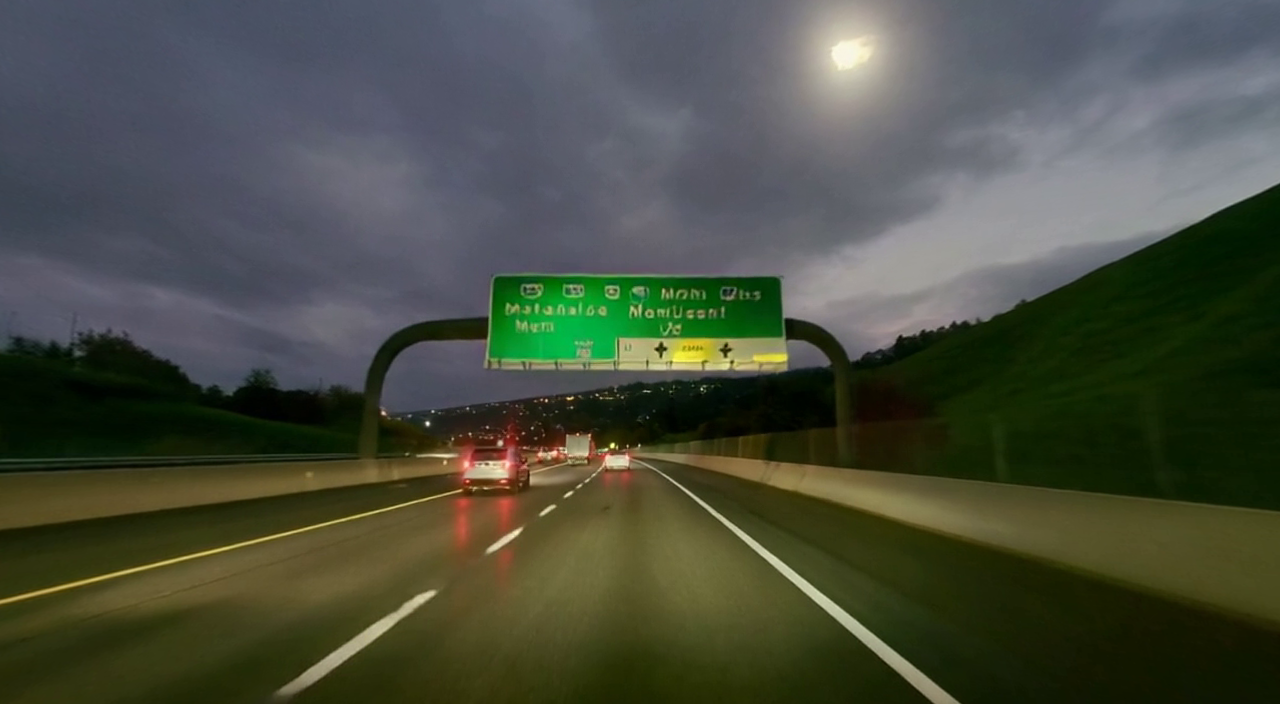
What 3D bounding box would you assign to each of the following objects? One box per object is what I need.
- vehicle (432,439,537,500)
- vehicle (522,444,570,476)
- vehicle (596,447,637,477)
[{"bbox_3d":[-4.578,3.532,19.308,2.208,1.619,4.162,0,-9,-1],"label":"vehicle"},{"bbox_3d":[-5.057,5.881,34.552,2.118,1.624,4.032,0,-9,-1],"label":"vehicle"},{"bbox_3d":[-1.249,5.743,33.262,1.988,1.440,4.201,0,-9,-2],"label":"vehicle"}]
